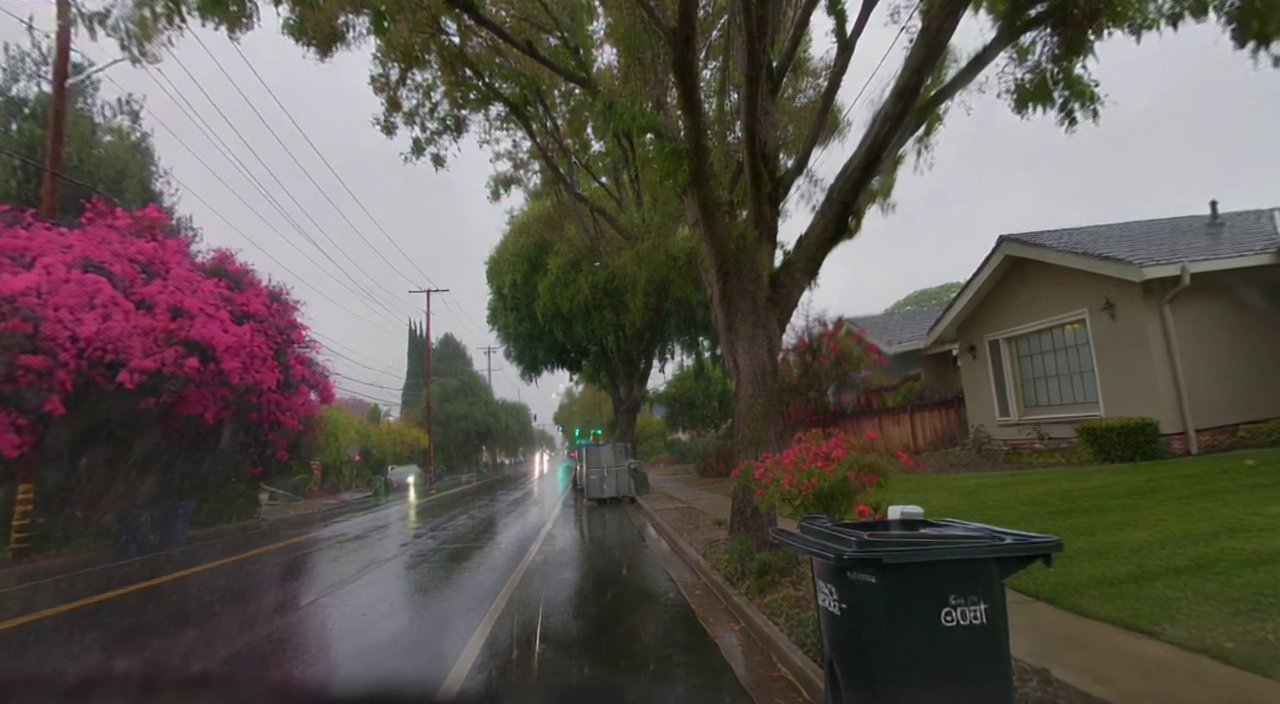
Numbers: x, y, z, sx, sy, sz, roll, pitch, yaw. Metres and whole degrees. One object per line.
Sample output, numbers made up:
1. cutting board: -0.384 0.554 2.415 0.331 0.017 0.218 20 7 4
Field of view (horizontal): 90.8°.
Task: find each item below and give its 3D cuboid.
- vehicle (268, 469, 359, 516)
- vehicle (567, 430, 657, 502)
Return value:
1. vehicle: -13.772 5.911 26.975 1.982 1.660 4.142 1 -8 -6
2. vehicle: -0.829 3.067 17.388 2.190 1.708 4.115 0 -8 -4
